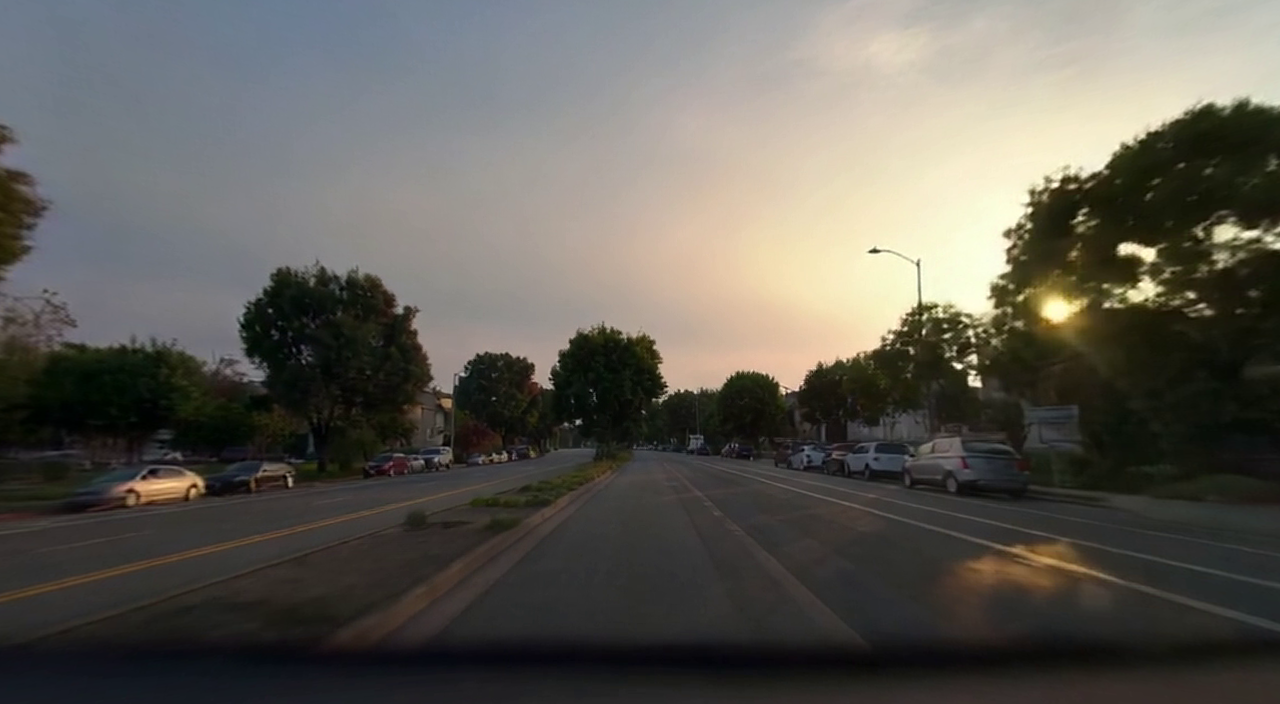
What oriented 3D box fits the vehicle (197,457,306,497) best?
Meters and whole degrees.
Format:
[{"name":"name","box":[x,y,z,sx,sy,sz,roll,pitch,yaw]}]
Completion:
[{"name":"vehicle","box":[-16.844,5.393,27.658,1.868,1.470,4.652,-1,-8,0]}]

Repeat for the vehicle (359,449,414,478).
[{"name":"vehicle","box":[-16.720,7.324,41.836,1.913,1.744,4.478,-1,-8,-2]}]

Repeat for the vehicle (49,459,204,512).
[{"name":"vehicle","box":[-17.324,4.491,21.591,1.879,1.494,4.227,0,-8,-3]}]

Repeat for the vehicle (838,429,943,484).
[{"name":"vehicle","box":[9.854,4.144,25.337,2.088,1.973,5.003,0,-8,-1]}]

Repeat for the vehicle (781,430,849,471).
[{"name":"vehicle","box":[9.936,5.672,36.321,2.115,2.151,5.826,0,-9,-1]}]

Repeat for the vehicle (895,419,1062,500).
[{"name":"vehicle","box":[9.749,3.145,18.863,2.169,2.043,5.484,-1,-8,3]}]
